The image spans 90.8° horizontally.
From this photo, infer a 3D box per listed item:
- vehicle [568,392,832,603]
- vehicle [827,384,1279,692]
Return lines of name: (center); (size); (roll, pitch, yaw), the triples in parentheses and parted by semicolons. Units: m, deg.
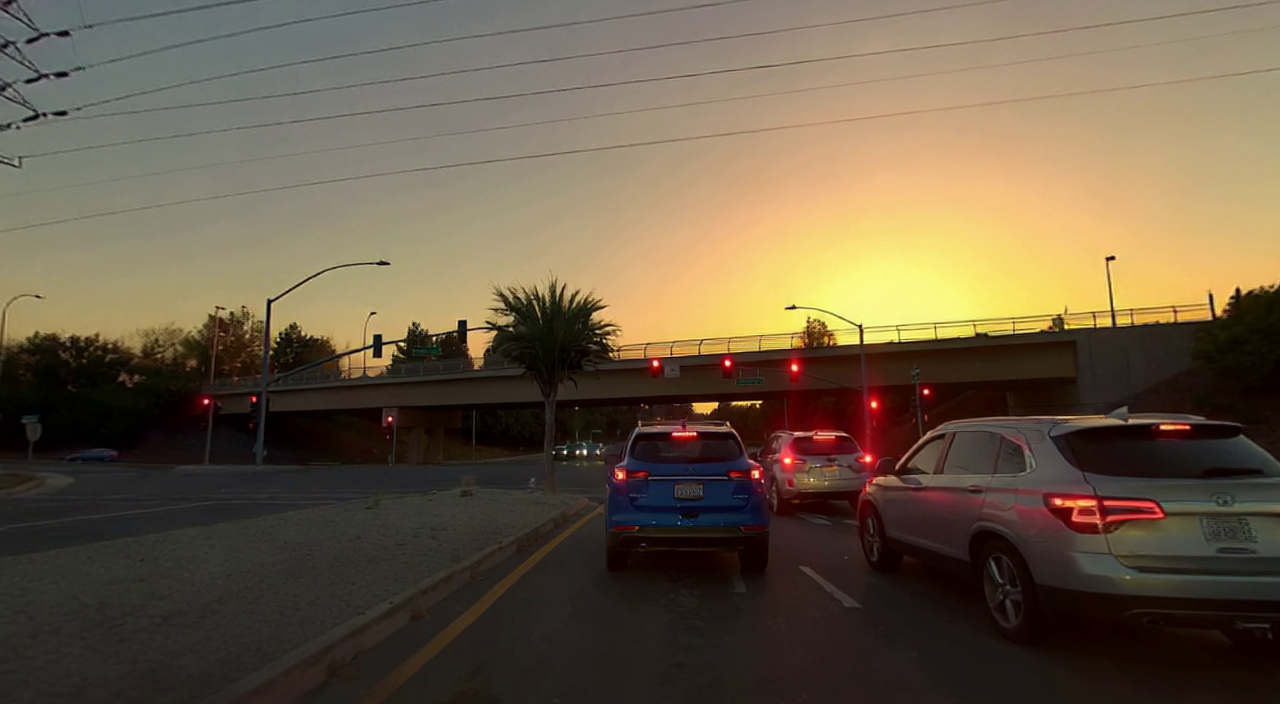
vehicle: (0.455, 1.557, 7.616); (2.240, 1.778, 4.335); (0, -8, -1)
vehicle: (3.411, 1.341, 5.785); (1.990, 1.649, 4.625); (0, -8, 0)
